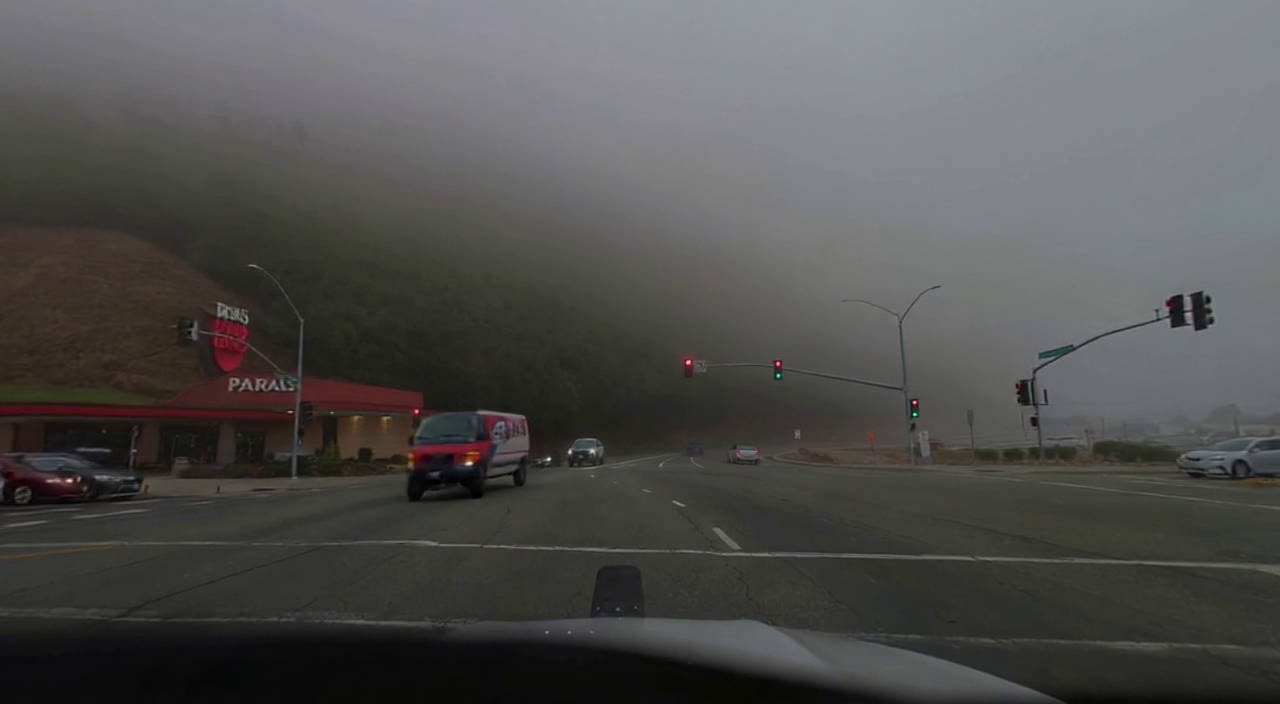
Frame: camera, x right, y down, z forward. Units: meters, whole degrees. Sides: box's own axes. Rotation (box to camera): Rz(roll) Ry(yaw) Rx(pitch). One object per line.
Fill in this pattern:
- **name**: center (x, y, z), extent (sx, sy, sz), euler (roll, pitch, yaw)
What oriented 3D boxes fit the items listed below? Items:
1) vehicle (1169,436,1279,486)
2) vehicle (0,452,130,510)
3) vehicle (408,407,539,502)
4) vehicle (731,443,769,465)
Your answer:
- **vehicle**: center (25.070, 4.468, 26.041), extent (4.546, 1.944, 2.051), euler (1, -9, -5)
- **vehicle**: center (-19.786, 4.173, 20.555), extent (4.440, 1.748, 2.033), euler (0, -9, 1)
- **vehicle**: center (-4.409, 2.831, 17.710), extent (2.196, 2.264, 5.206), euler (0, -8, 1)
- **vehicle**: center (8.492, 7.903, 48.933), extent (1.911, 1.594, 4.378), euler (0, -9, -3)
